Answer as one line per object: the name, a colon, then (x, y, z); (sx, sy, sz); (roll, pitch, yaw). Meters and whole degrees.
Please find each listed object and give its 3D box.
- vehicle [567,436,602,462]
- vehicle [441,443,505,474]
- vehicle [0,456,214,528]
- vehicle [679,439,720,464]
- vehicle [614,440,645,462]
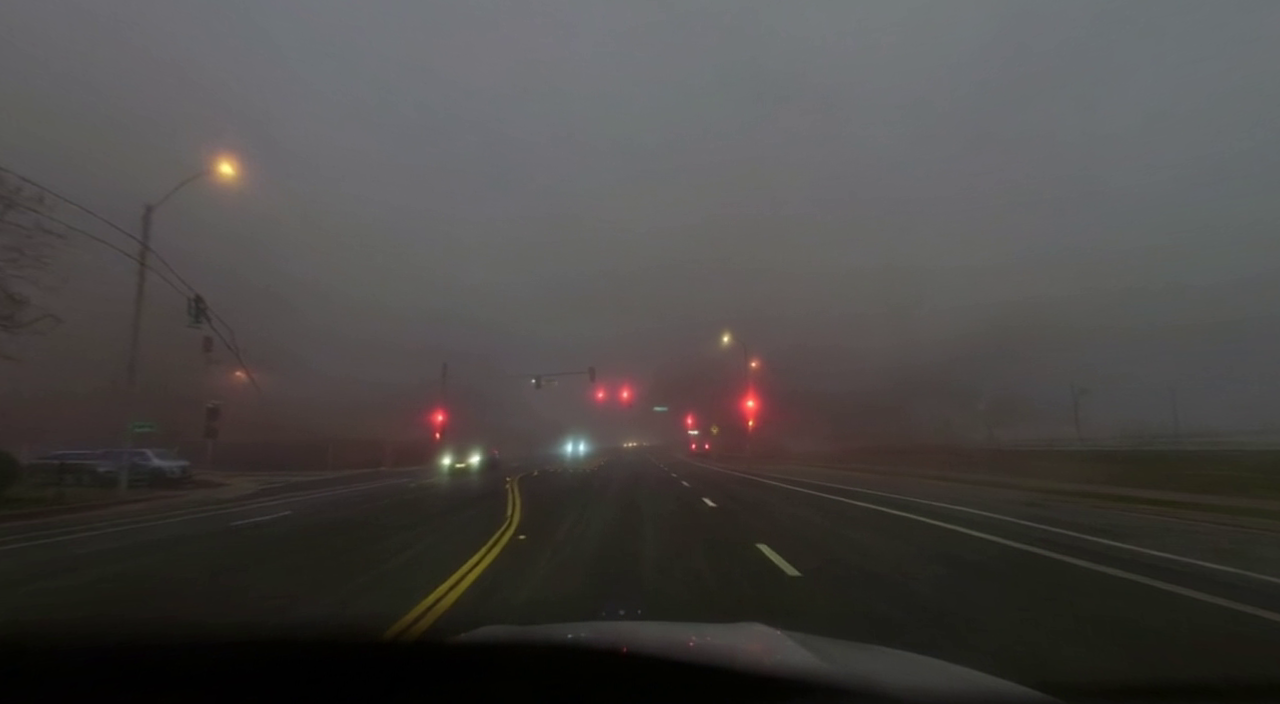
vehicle: (-4.039, 7.158, 46.656); (2.066, 1.756, 4.422); (0, -8, 2)
vehicle: (-8.695, 5.585, 33.349); (2.030, 1.495, 4.570); (0, -8, 2)
vehicle: (-13.315, 3.397, 15.883); (1.992, 1.453, 4.439); (0, -8, 2)
vehicle: (3.762, 6.427, 40.794); (2.133, 1.494, 4.265); (0, -8, -2)
vehicle: (-0.664, 7.005, 44.812); (2.075, 1.449, 4.006); (0, -8, 1)
